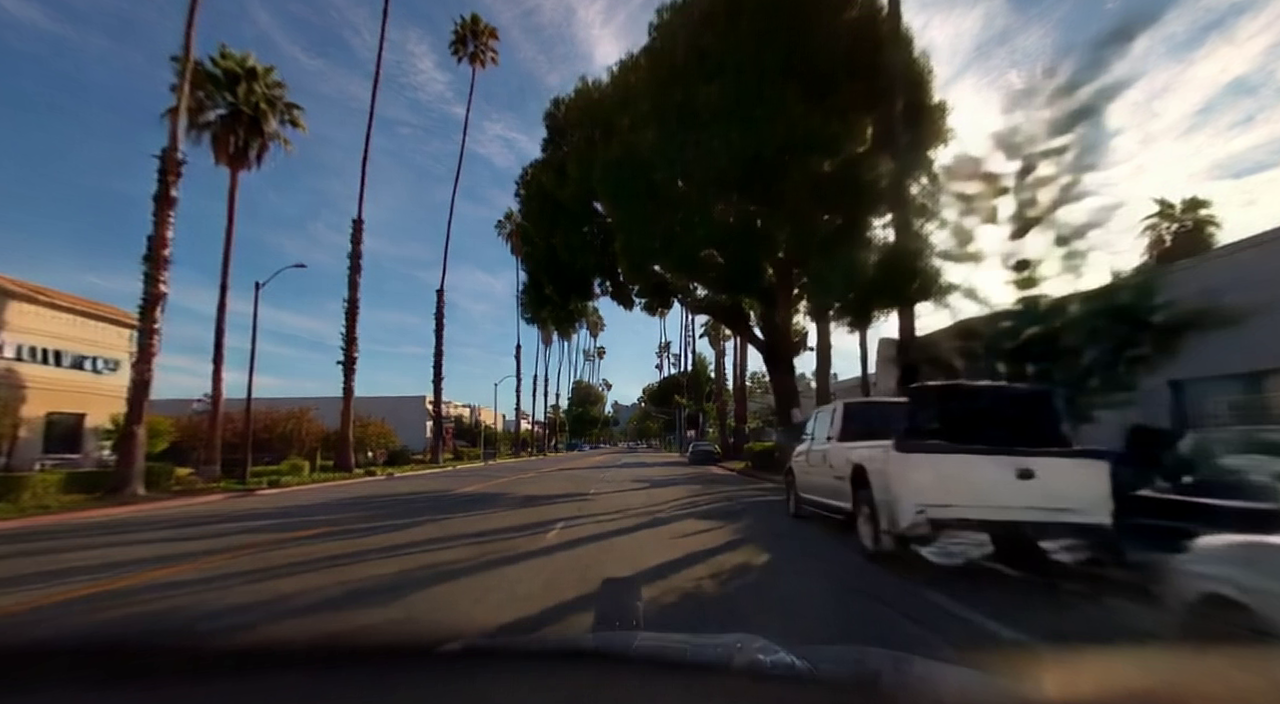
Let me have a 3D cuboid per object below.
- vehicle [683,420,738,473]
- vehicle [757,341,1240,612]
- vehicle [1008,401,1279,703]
[{"bbox_3d":[3.634,5.051,33.680,2.221,2.552,5.594,0,-9,-1],"label":"vehicle"},{"bbox_3d":[3.390,1.432,8.149,2.557,2.128,6.242,0,-9,0],"label":"vehicle"},{"bbox_3d":[3.377,0.809,1.575,1.908,1.480,4.712,0,-9,-3],"label":"vehicle"}]
